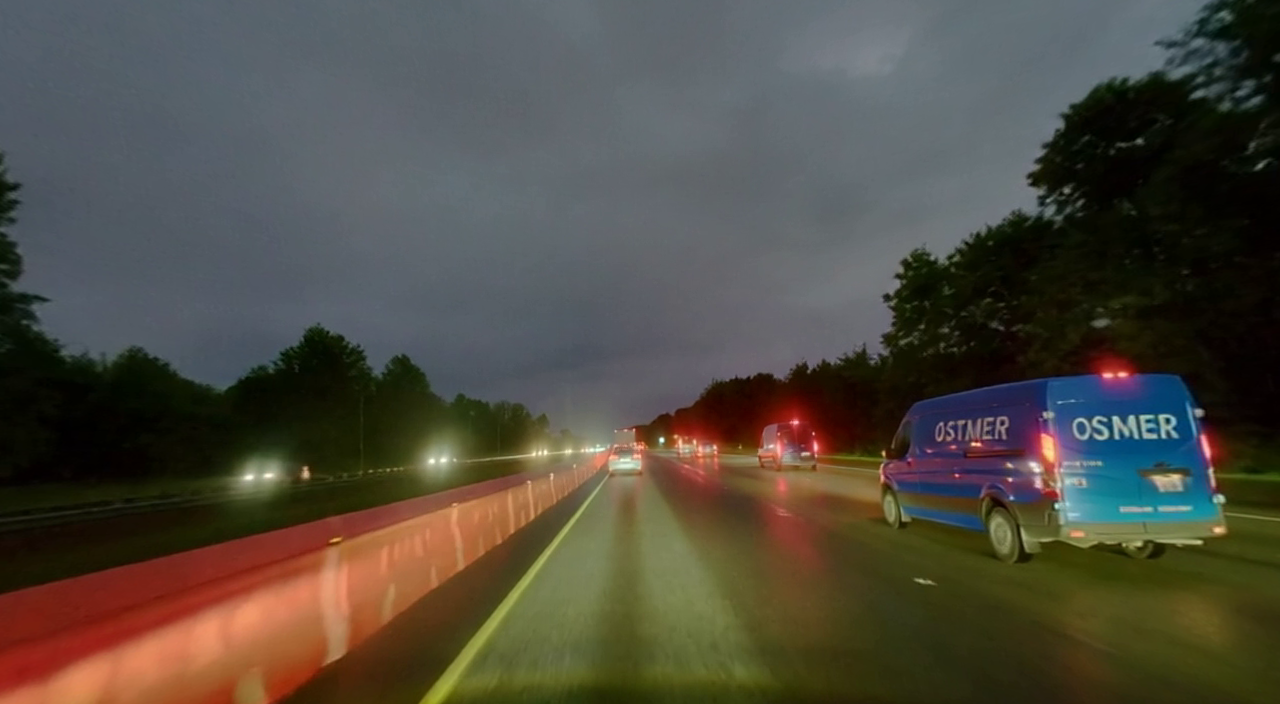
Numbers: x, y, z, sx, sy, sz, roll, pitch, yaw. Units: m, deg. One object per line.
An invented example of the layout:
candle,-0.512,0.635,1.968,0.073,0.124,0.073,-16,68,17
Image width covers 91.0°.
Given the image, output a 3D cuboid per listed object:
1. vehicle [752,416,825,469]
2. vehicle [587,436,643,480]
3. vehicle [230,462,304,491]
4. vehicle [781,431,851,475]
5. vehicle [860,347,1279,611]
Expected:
vehicle,8.017,4.965,34.575,2.385,2.635,5.633,0,-8,-2
vehicle,-0.985,4.260,25.566,2.100,1.636,3.620,0,-8,-2
vehicle,-21.794,7.260,36.957,1.800,1.494,4.231,0,-8,-1
vehicle,8.187,4.727,29.621,2.255,1.960,3.229,0,-8,-1
vehicle,4.744,1.323,7.455,2.223,2.008,5.121,0,-8,-2
